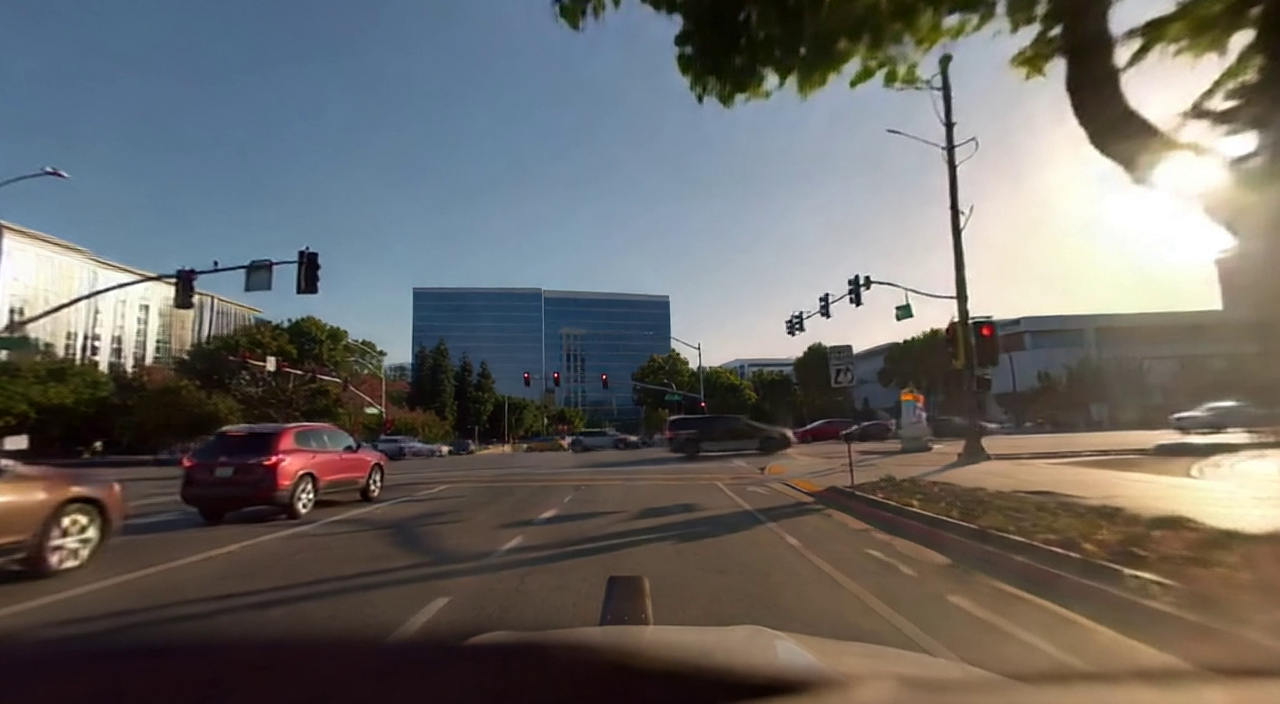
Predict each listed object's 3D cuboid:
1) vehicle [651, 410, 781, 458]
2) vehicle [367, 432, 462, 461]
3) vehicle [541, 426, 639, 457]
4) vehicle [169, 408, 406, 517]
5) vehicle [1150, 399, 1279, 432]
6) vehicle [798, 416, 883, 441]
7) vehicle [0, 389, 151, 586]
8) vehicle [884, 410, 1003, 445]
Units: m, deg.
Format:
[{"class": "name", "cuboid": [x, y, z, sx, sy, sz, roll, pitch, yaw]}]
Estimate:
[{"class": "vehicle", "cuboid": [3.101, 3.422, 26.128, 5.084, 1.824, 2.050, -1, -8, 6]}, {"class": "vehicle", "cuboid": [-12.490, 5.267, 35.101, 4.591, 1.525, 1.836, -1, -8, 6]}, {"class": "vehicle", "cuboid": [-2.373, 4.397, 30.798, 4.515, 1.422, 1.802, -1, -8, 4]}, {"class": "vehicle", "cuboid": [-6.383, 2.060, 12.232, 1.785, 1.678, 4.729, -1, -8, 1]}, {"class": "vehicle", "cuboid": [28.442, 3.150, 30.982, 4.836, 1.508, 1.875, -1, -8, 6]}, {"class": "vehicle", "cuboid": [12.881, 4.952, 40.727, 4.906, 1.485, 1.857, -1, -8, 7]}, {"class": "vehicle", "cuboid": [-6.682, 1.128, 5.037, 1.967, 1.741, 4.385, 0, -8, 0]}, {"class": "vehicle", "cuboid": [13.745, 3.467, 28.763, 4.429, 1.489, 1.773, -1, -8, 6]}]
